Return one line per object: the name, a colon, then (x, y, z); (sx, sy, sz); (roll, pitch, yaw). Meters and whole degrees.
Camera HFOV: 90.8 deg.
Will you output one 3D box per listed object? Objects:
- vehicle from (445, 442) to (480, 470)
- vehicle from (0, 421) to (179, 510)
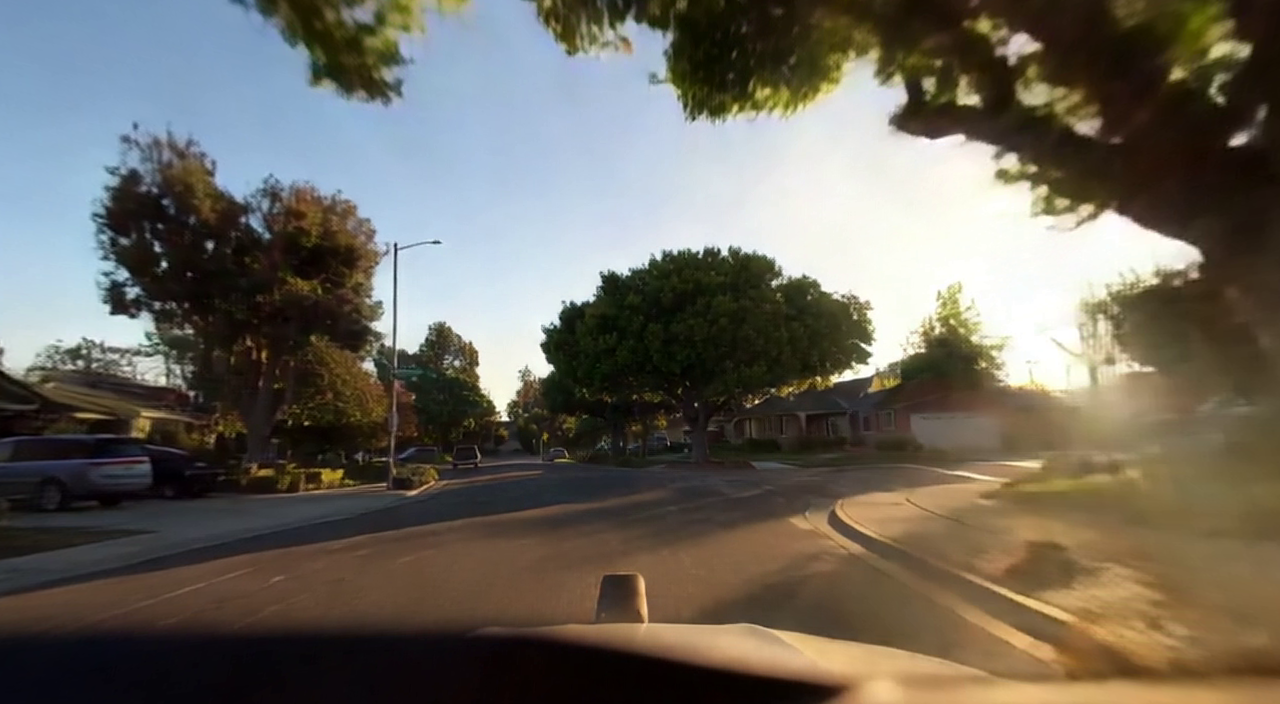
vehicle: (-12.485, 7.341, 44.607); (2.152, 1.826, 4.725); (2, -9, -14)
vehicle: (-14.713, 2.863, 15.511); (5.045, 1.835, 2.315); (-4, -9, 0)
